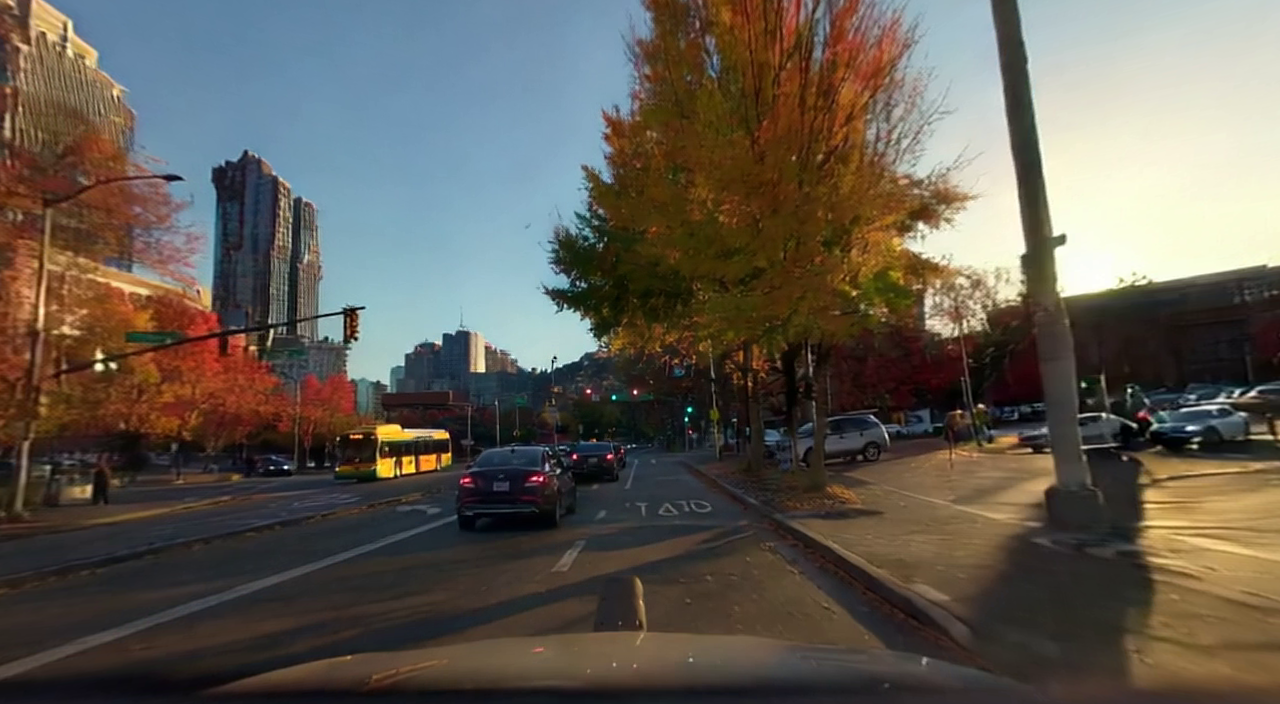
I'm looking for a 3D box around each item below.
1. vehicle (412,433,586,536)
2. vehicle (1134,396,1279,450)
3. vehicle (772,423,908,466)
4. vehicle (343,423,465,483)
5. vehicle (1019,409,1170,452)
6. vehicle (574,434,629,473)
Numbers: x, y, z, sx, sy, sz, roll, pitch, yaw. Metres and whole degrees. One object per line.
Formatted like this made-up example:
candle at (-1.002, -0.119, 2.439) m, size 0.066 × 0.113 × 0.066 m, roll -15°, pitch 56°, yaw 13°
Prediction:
vehicle at (-2.281, 2.298, 11.452) m, size 2.092 × 1.507 × 4.078 m, roll 0°, pitch -9°, yaw 2°
vehicle at (21.541, 2.680, 23.590) m, size 4.172 × 1.687 × 1.773 m, roll -4°, pitch -8°, yaw 1°
vehicle at (8.161, 3.823, 25.962) m, size 4.894 × 1.451 × 2.089 m, roll -3°, pitch -7°, yaw 2°
vehicle at (-14.432, 6.377, 39.854) m, size 3.189 × 3.205 × 11.526 m, roll 0°, pitch -9°, yaw 1°
vehicle at (17.100, 3.004, 23.758) m, size 4.064 × 1.507 × 2.078 m, roll 0°, pitch -9°, yaw 1°
vehicle at (-1.768, 4.867, 30.150) m, size 2.365 × 1.751 × 3.904 m, roll 0°, pitch -9°, yaw 1°
